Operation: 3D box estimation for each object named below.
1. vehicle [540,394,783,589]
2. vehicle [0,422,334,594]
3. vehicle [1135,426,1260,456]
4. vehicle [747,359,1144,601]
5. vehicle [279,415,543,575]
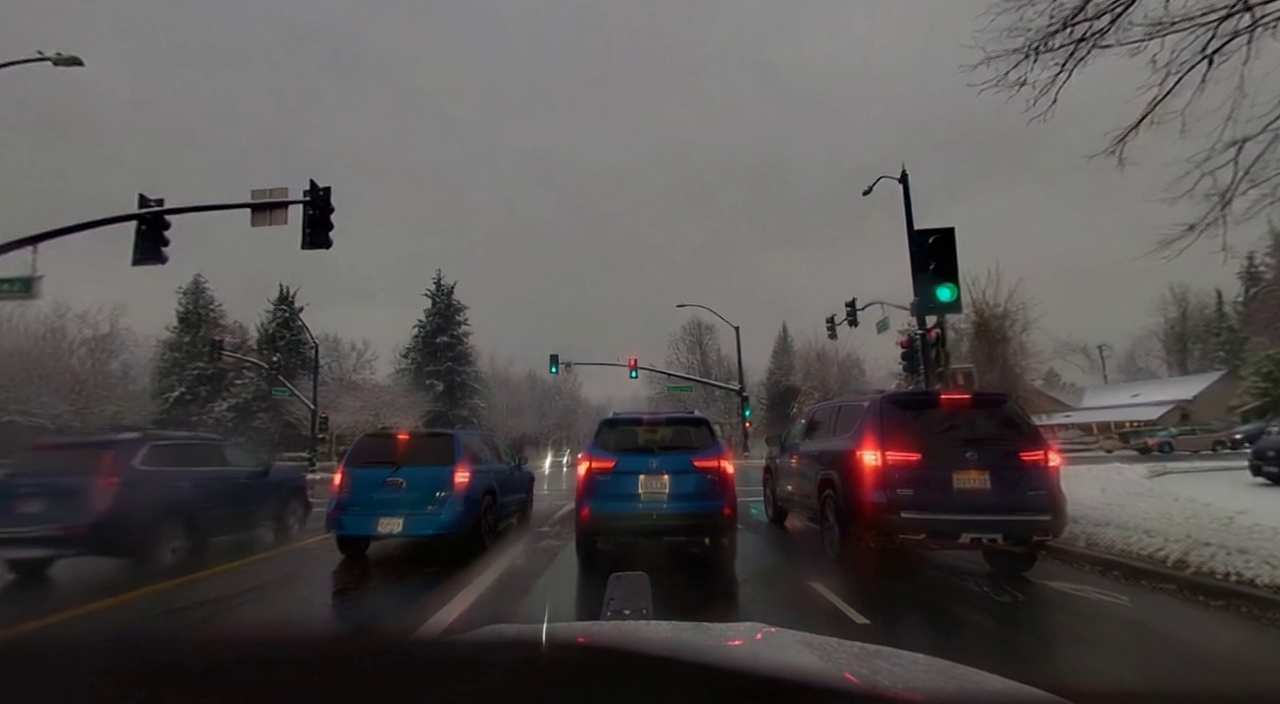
[{"bbox_3d":[0.165,1.598,7.983,2.235,1.778,4.178,0,-9,-1],"label":"vehicle"},{"bbox_3d":[-6.380,1.900,8.598,2.193,1.687,4.507,0,-9,-1],"label":"vehicle"},{"bbox_3d":[28.179,4.507,31.979,4.512,1.444,1.859,0,-9,0],"label":"vehicle"},{"bbox_3d":[3.091,1.508,8.298,2.338,2.063,5.672,0,-9,0],"label":"vehicle"},{"bbox_3d":[-2.762,1.843,8.957,2.058,1.659,4.514,0,-9,0],"label":"vehicle"}]
